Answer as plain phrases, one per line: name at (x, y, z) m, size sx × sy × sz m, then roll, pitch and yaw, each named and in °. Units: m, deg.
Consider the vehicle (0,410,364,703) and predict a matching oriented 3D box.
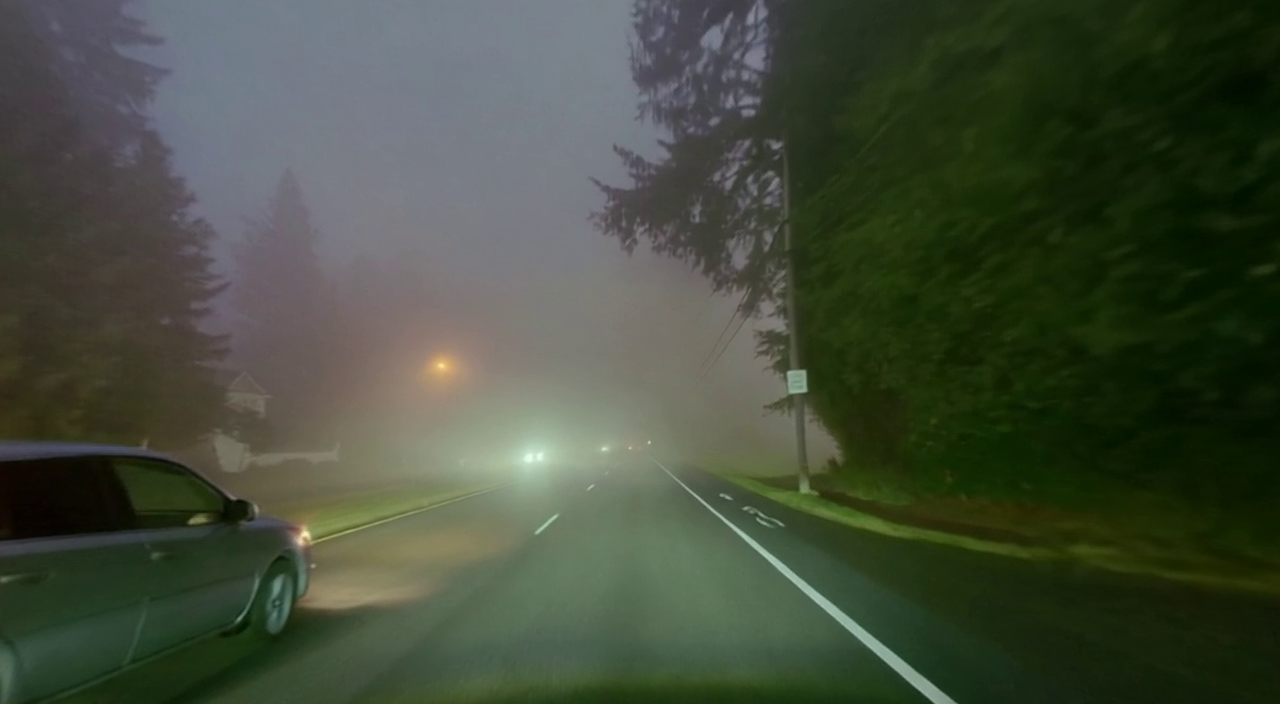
vehicle at (-3.316, 1.032, 2.767) m, size 2.020 × 1.478 × 4.890 m, roll 0°, pitch -8°, yaw 0°
